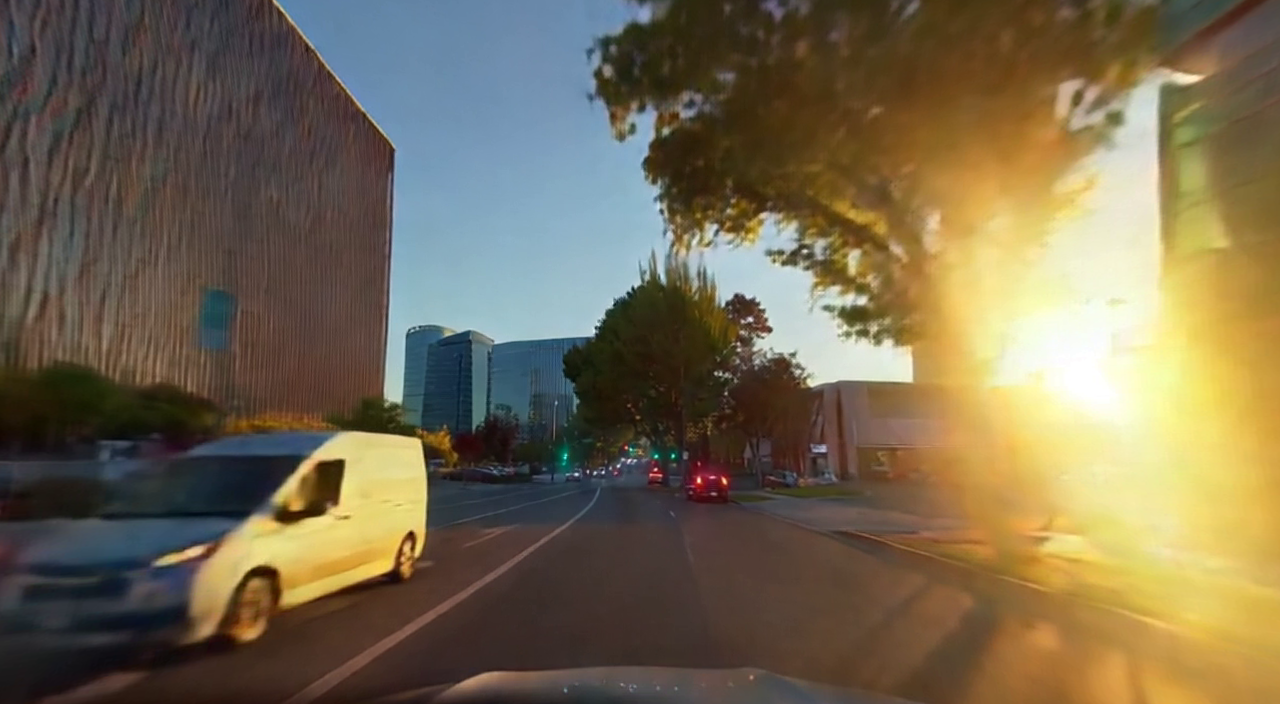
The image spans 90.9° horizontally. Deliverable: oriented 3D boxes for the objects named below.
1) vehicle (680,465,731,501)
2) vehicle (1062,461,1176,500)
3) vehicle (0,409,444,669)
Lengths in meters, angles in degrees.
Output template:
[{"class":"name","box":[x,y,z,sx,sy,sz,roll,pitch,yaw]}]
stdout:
[{"class":"vehicle","box":[2.889,5.851,28.387,1.899,1.470,3.666,1,-10,0]},{"class":"vehicle","box":[17.569,4.712,23.226,2.767,1.307,1.673,-1,-10,2]},{"class":"vehicle","box":[-3.629,1.601,6.287,1.956,1.680,4.126,0,-10,0]}]
